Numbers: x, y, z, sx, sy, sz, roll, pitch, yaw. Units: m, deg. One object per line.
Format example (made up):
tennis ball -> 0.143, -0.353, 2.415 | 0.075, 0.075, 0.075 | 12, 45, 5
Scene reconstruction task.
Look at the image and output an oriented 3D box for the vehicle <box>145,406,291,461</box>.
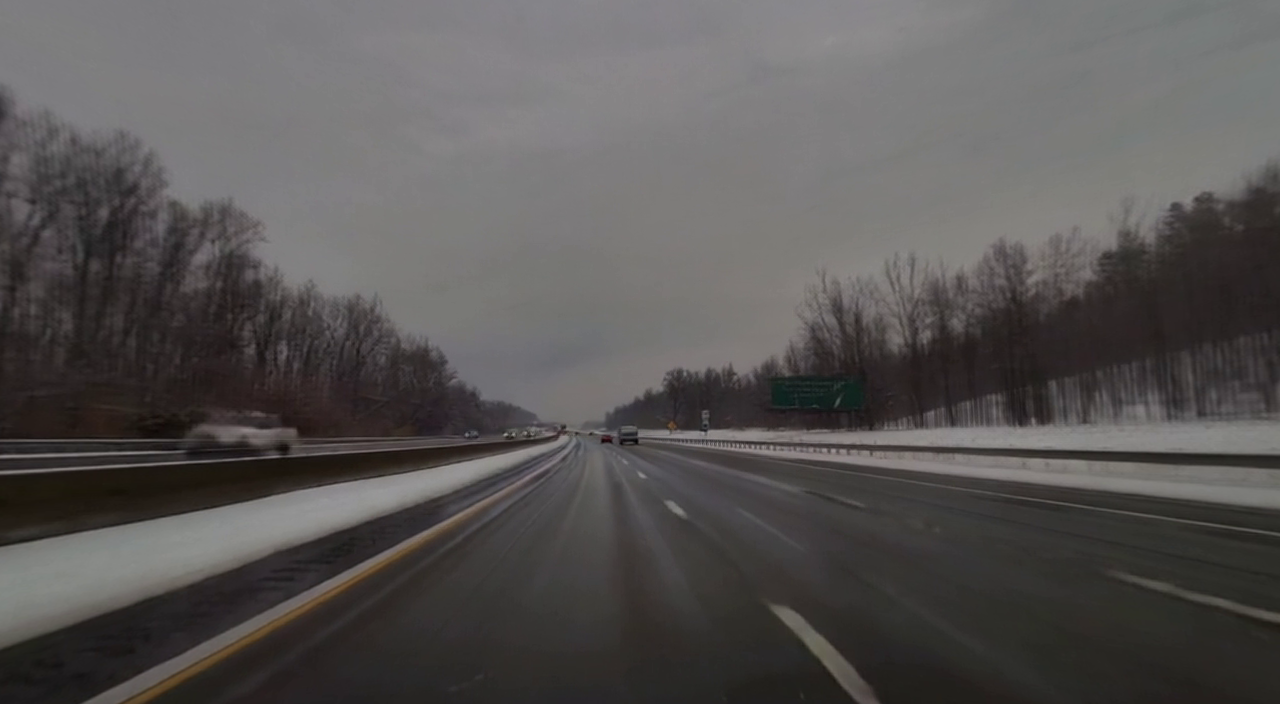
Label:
vehicle -> -14.800, 2.918, 22.480 | 2.119, 1.735, 4.729 | 0, -8, -3
